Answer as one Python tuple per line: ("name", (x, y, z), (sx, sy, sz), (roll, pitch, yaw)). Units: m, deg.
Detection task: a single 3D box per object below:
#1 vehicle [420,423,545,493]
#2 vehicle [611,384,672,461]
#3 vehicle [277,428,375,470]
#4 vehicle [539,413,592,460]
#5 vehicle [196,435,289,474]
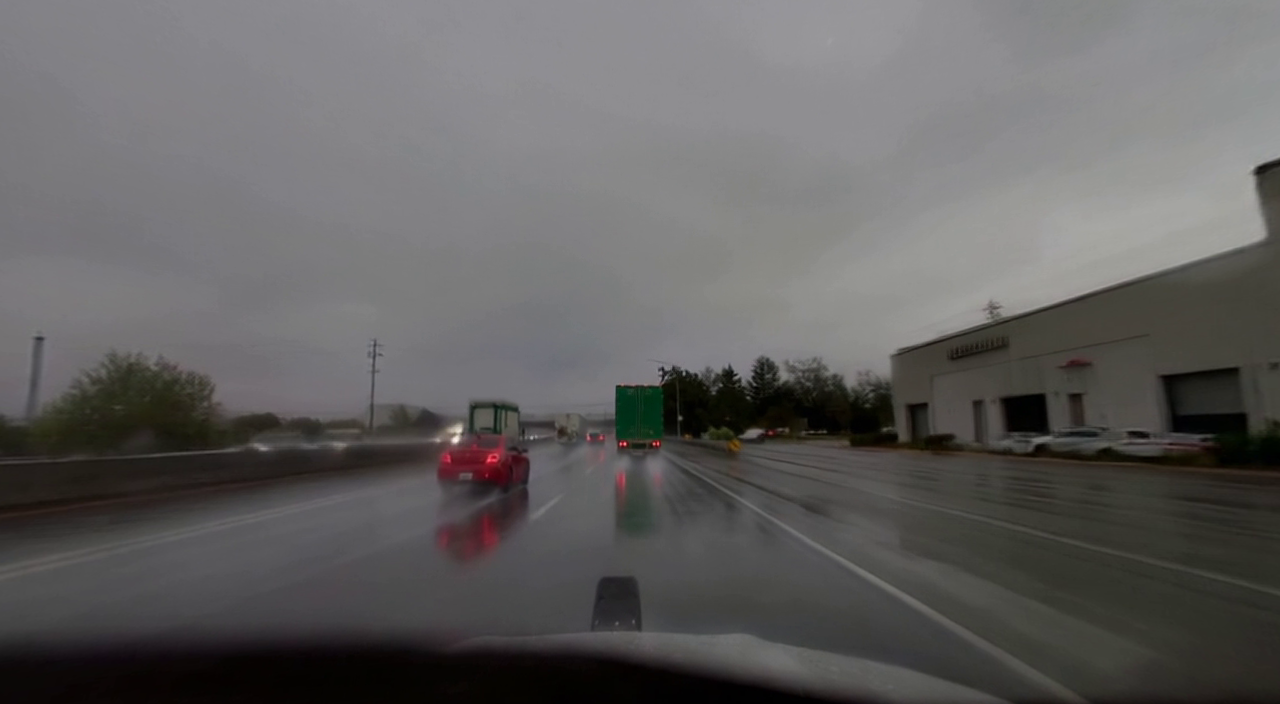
("vehicle", (-4.022, 2.797, 17.157), (2.005, 1.602, 5.131), (0, -8, 1))
("vehicle", (-0.021, 4.438, 38.773), (3.259, 4.066, 9.891), (0, -8, -1))
("vehicle", (-12.465, 3.860, 25.342), (1.908, 1.518, 4.041), (0, -8, -1))
("vehicle", (-4.599, 5.397, 40.323), (2.717, 2.714, 6.997), (0, -8, -2))
("vehicle", (-17.185, 4.411, 27.448), (1.658, 1.533, 3.723), (0, -8, -1))
